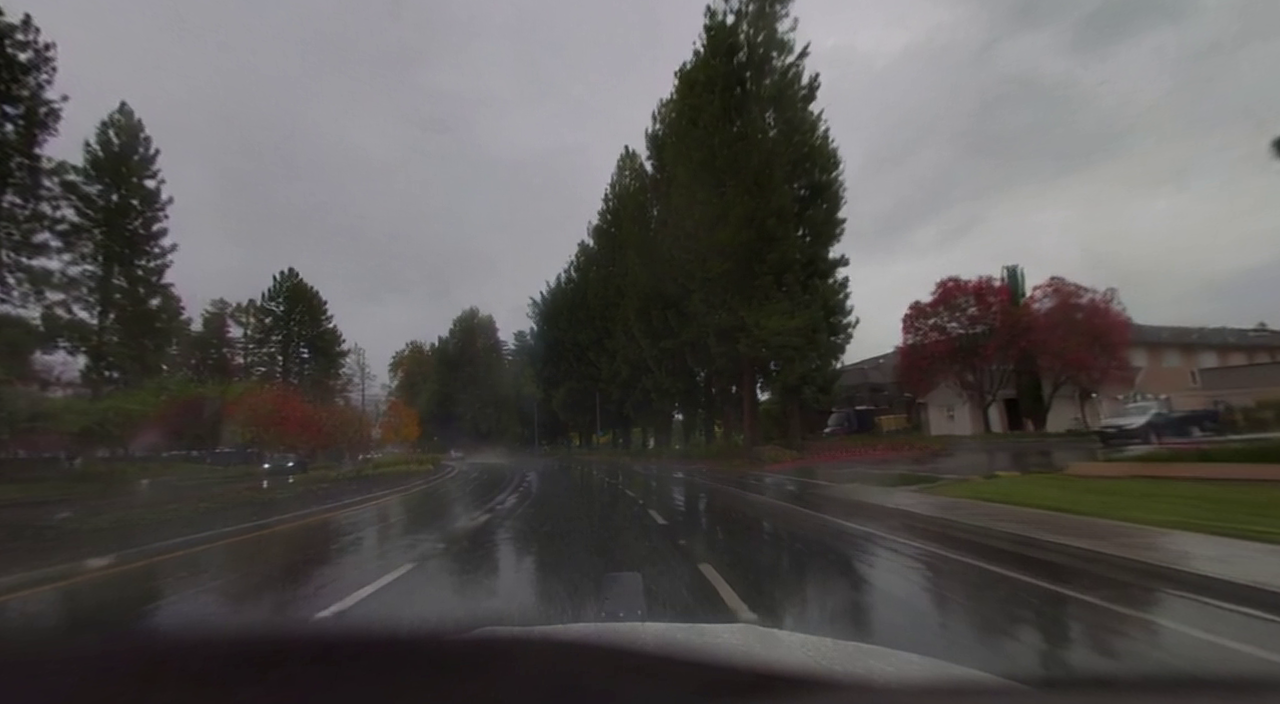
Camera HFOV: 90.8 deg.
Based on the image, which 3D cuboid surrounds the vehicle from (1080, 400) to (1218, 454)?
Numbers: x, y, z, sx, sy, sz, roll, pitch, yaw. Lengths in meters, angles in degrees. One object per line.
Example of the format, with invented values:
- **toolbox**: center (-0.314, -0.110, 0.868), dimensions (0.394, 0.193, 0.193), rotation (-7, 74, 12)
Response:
- **vehicle**: center (19.734, 2.967, 24.478), dimensions (4.802, 1.900, 2.373), rotation (5, -10, -30)

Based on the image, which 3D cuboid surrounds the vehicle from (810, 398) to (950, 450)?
- **vehicle**: center (14.195, 4.474, 38.087), dimensions (2.757, 2.765, 7.526), rotation (6, -11, -35)
